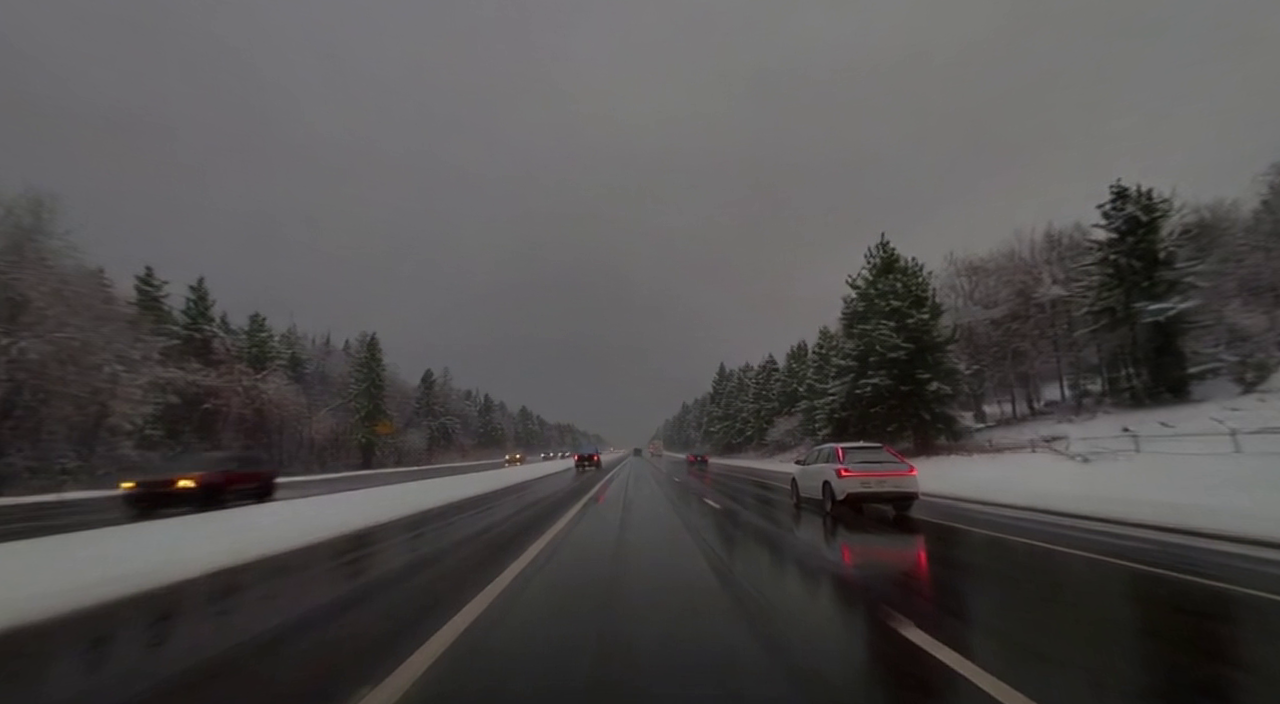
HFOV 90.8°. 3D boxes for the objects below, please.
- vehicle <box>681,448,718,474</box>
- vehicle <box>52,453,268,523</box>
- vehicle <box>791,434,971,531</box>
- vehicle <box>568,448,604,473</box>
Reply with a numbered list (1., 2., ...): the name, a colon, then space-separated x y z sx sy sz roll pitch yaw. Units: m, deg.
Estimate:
1. vehicle: 3.627 6.751 39.309 1.846 1.480 3.694 0 -9 -2
2. vehicle: -11.894 3.343 16.157 1.918 1.488 4.565 0 -9 0
3. vehicle: 4.452 2.457 12.406 1.903 1.566 3.866 0 -9 -1
4. vehicle: -3.499 7.093 41.398 2.021 1.507 4.272 0 -9 0
